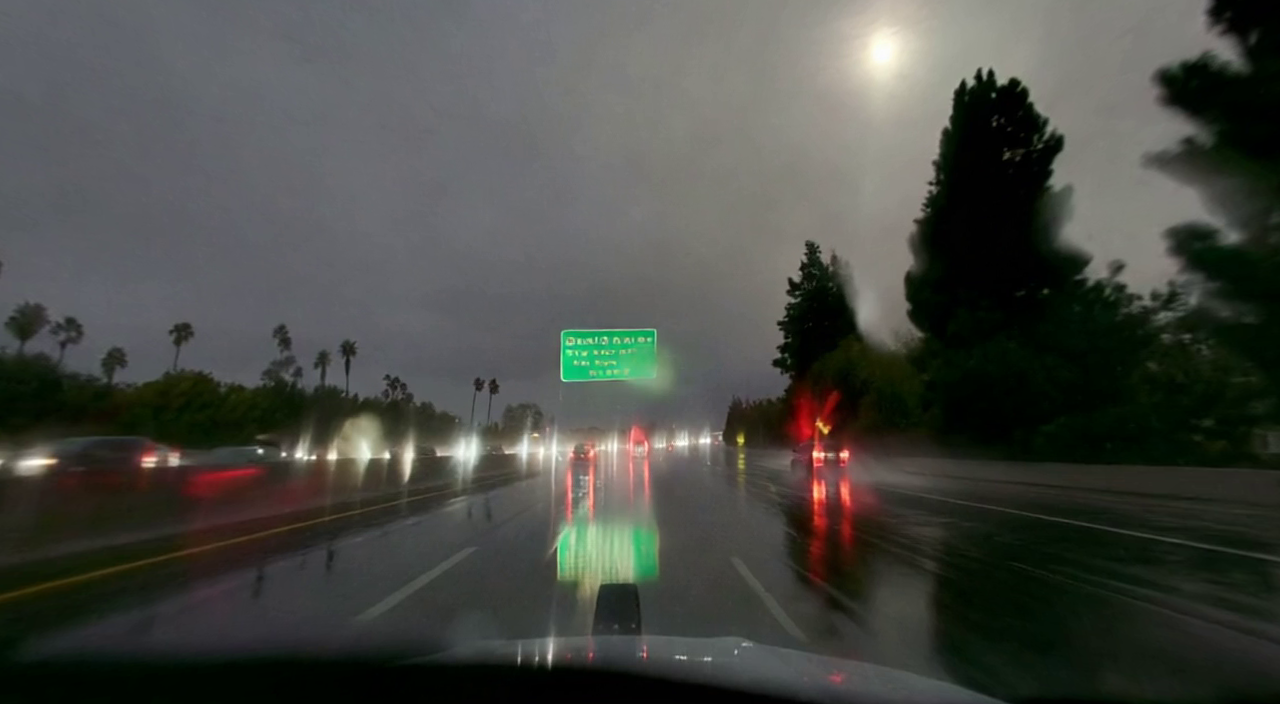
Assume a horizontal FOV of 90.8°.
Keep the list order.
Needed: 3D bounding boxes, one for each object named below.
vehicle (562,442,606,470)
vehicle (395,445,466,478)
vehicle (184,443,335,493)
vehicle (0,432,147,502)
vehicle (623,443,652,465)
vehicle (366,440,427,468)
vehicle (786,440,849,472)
[{"bbox_3d":[-3.332,6.258,38.256,2.154,1.530,4.519,0,-8,1],"label":"vehicle"},{"bbox_3d":[-9.740,5.104,29.748,1.841,1.443,4.390,0,-8,1],"label":"vehicle"},{"bbox_3d":[-12.575,3.832,21.332,2.127,1.458,4.751,0,-8,0],"label":"vehicle"},{"bbox_3d":[-16.188,3.016,16.906,2.142,1.658,4.662,0,-9,1],"label":"vehicle"},{"bbox_3d":[-0.135,7.349,45.719,1.977,1.513,3.546,0,-8,1],"label":"vehicle"},{"bbox_3d":[-15.815,6.636,41.345,2.053,1.706,4.602,0,-8,1],"label":"vehicle"},{"bbox_3d":[9.983,5.873,35.925,2.130,1.703,4.572,0,-9,-1],"label":"vehicle"}]
